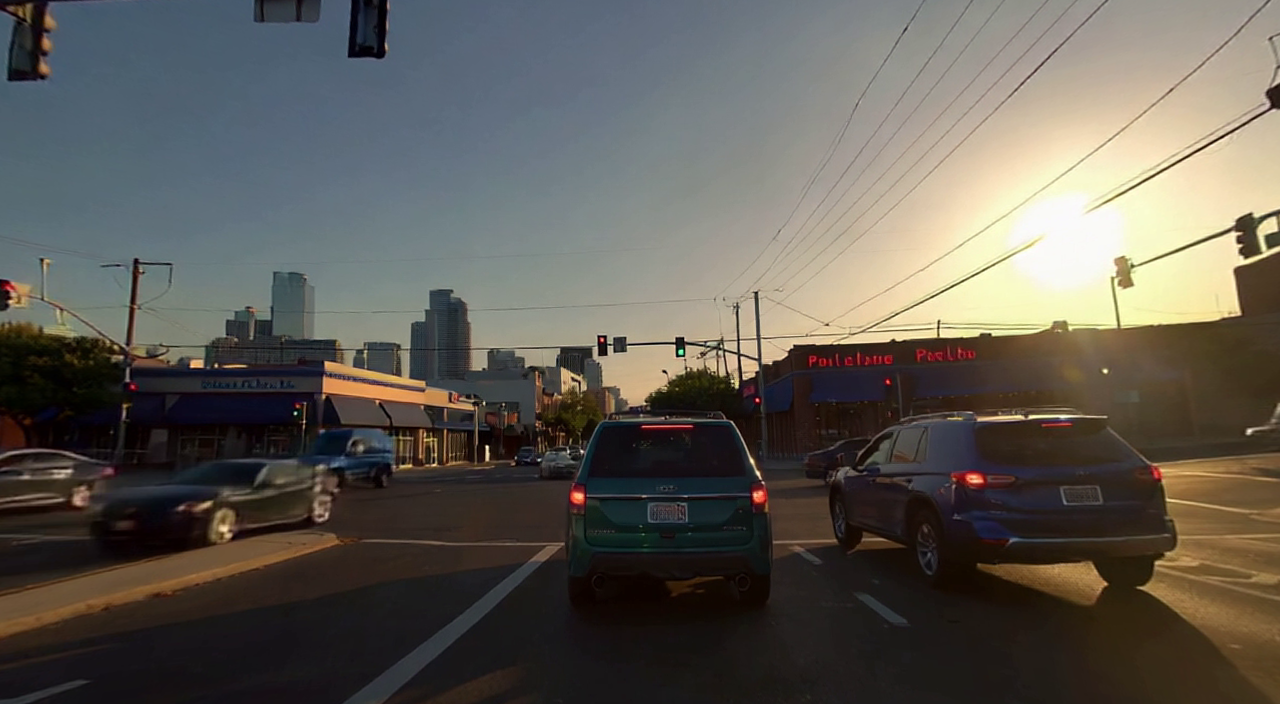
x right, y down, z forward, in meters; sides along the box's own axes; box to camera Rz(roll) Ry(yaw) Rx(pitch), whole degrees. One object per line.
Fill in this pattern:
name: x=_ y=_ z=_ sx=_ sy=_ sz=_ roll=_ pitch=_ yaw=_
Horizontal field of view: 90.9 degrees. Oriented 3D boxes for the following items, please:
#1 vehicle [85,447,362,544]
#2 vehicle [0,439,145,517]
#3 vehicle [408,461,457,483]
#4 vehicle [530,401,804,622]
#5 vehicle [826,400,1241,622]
vehicle: x=-7.600 y=2.614 z=12.284 sx=2.017 sy=1.468 sz=4.663 roll=-1 pitch=-8 yaw=3
vehicle: x=-14.719 y=2.921 z=14.936 sx=1.943 sy=1.680 sz=4.709 roll=-1 pitch=-8 yaw=3
vehicle: x=-15.490 y=8.964 z=47.271 sx=1.875 sy=1.475 sz=4.449 roll=-1 pitch=-8 yaw=5
vehicle: x=0.259 y=1.507 z=6.830 sx=2.098 sy=1.682 sz=3.778 roll=0 pitch=-8 yaw=2
vehicle: x=3.613 y=1.519 z=6.964 sx=1.976 sy=1.664 sz=4.189 roll=-1 pitch=-8 yaw=2
